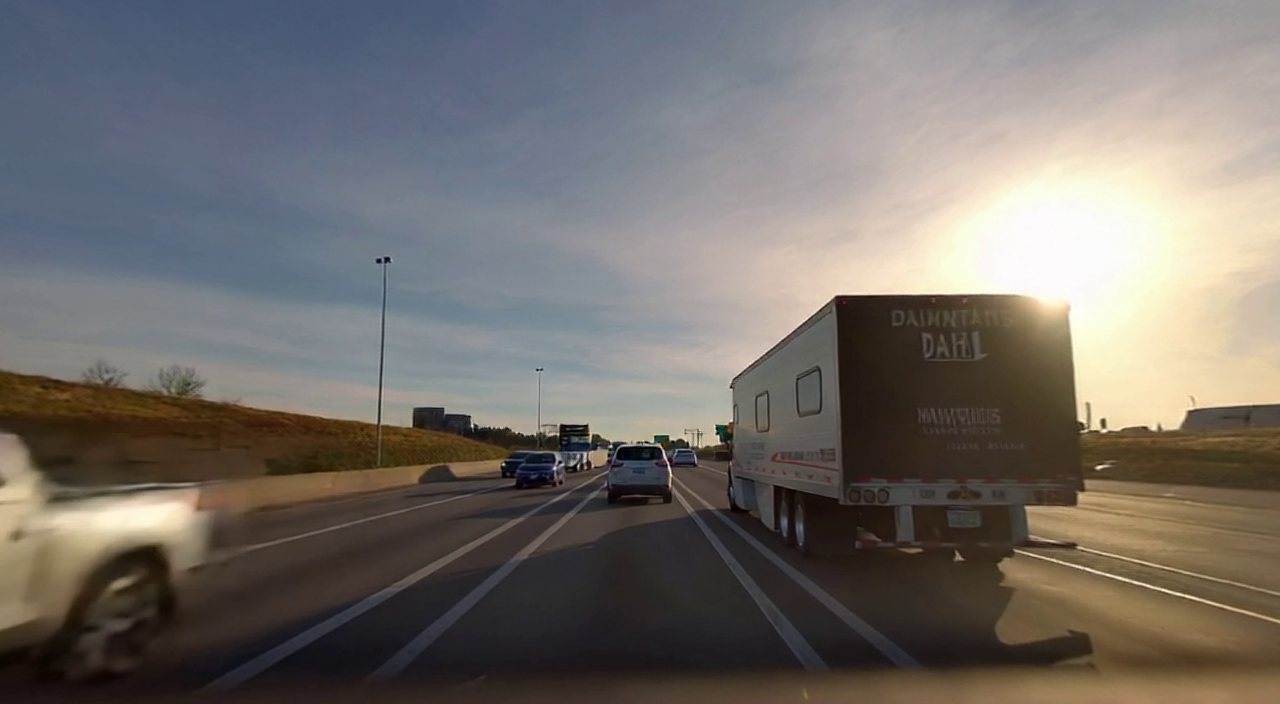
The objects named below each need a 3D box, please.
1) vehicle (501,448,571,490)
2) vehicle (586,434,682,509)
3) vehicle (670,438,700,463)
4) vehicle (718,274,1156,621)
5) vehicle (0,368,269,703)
[{"bbox_3d":[-3.897,4.454,24.279,1.933,1.465,3.898,0,-9,2],"label":"vehicle"},{"bbox_3d":[-0.114,3.072,16.632,2.201,1.719,4.058,0,-9,1],"label":"vehicle"},{"bbox_3d":[3.511,7.792,49.975,2.020,1.874,4.431,0,-9,0],"label":"vehicle"},{"bbox_3d":[2.933,1.314,9.024,2.533,2.942,7.280,0,-9,-1],"label":"vehicle"},{"bbox_3d":[-3.767,0.850,2.283,2.098,1.659,4.432,0,-9,0],"label":"vehicle"}]
